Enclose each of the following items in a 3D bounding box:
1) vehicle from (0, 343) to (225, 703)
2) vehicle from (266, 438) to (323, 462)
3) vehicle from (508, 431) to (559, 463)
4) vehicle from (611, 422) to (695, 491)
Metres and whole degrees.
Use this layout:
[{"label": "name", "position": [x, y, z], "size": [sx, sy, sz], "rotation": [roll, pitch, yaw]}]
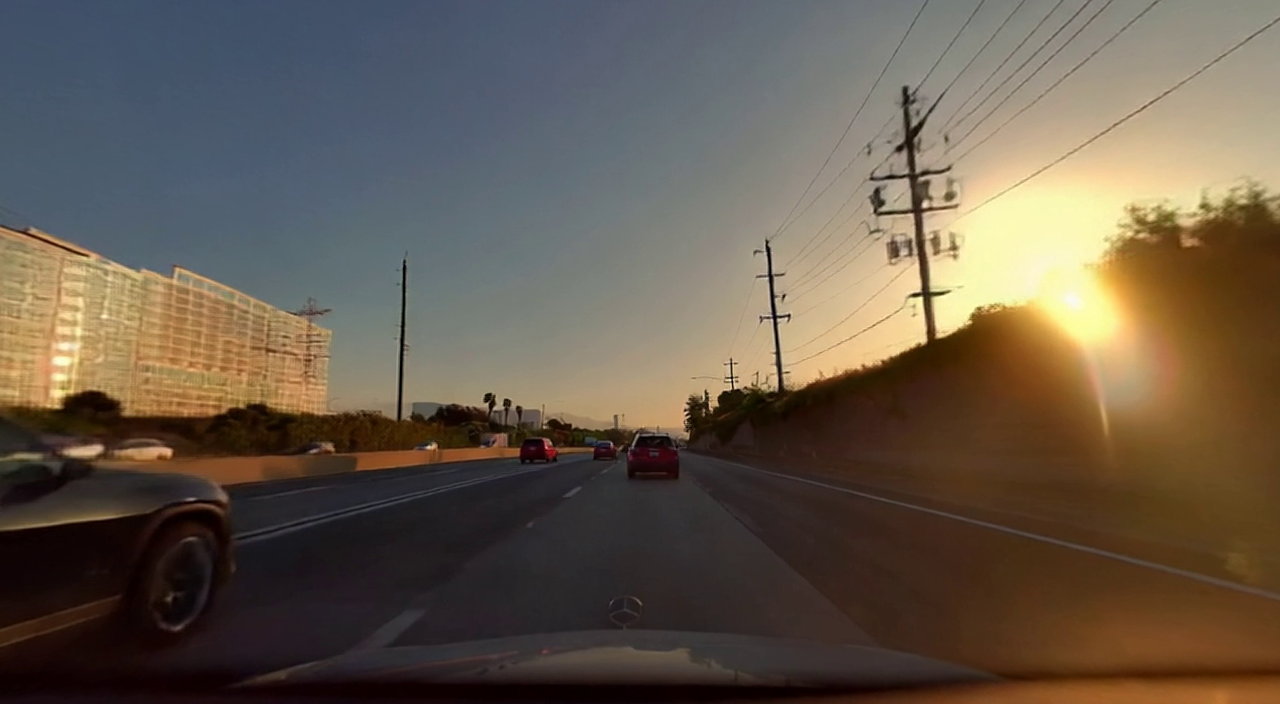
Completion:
[{"label": "vehicle", "position": [-3.920, 0.740, 2.055], "size": [2.125, 1.764, 4.393], "rotation": [0, -8, 0]}, {"label": "vehicle", "position": [-21.622, 6.120, 39.608], "size": [1.554, 1.423, 3.470], "rotation": [0, -8, 0]}, {"label": "vehicle", "position": [-6.485, 5.900, 39.096], "size": [2.220, 1.841, 4.516], "rotation": [0, -8, 2]}, {"label": "vehicle", "position": [0.325, 2.932, 18.010], "size": [2.134, 1.733, 4.049], "rotation": [0, -8, 0]}]
